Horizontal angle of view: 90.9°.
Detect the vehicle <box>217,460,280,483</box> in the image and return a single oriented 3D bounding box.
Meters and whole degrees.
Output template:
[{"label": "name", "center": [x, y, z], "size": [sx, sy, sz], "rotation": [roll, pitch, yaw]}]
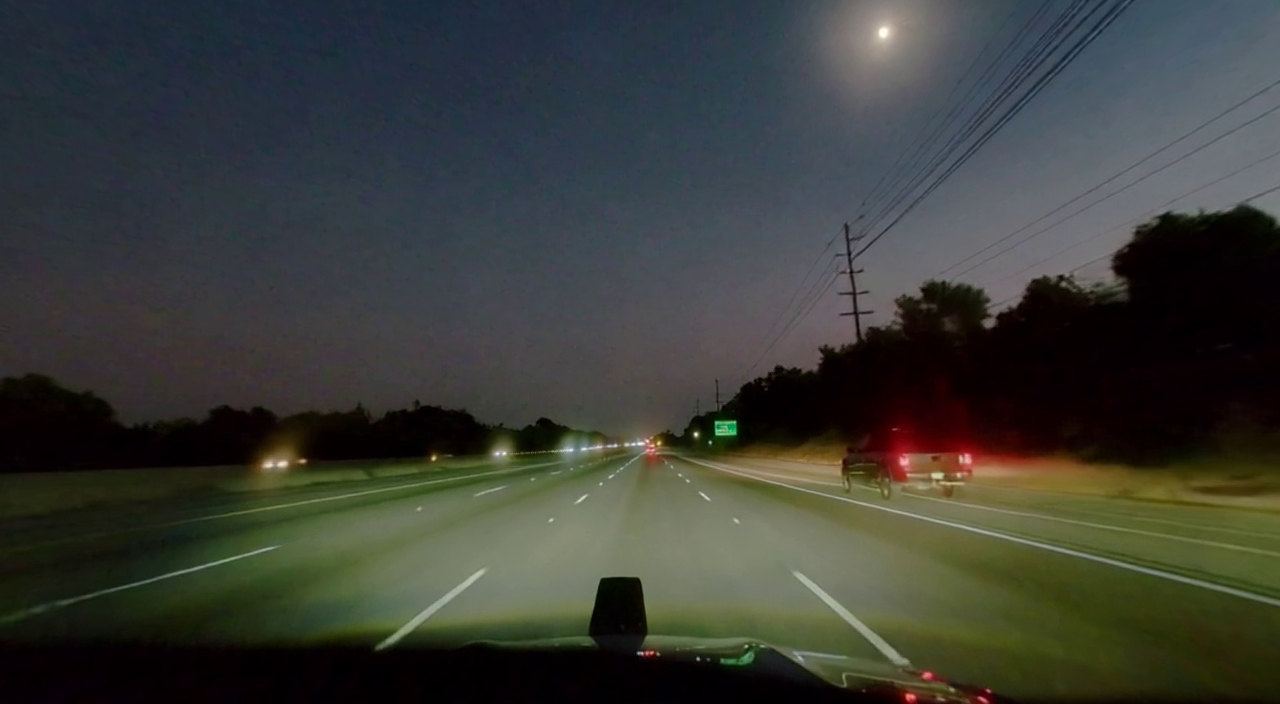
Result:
[{"label": "vehicle", "center": [-27.740, 8.449, 44.808], "size": [1.687, 1.391, 4.192], "rotation": [0, -8, 2]}]
